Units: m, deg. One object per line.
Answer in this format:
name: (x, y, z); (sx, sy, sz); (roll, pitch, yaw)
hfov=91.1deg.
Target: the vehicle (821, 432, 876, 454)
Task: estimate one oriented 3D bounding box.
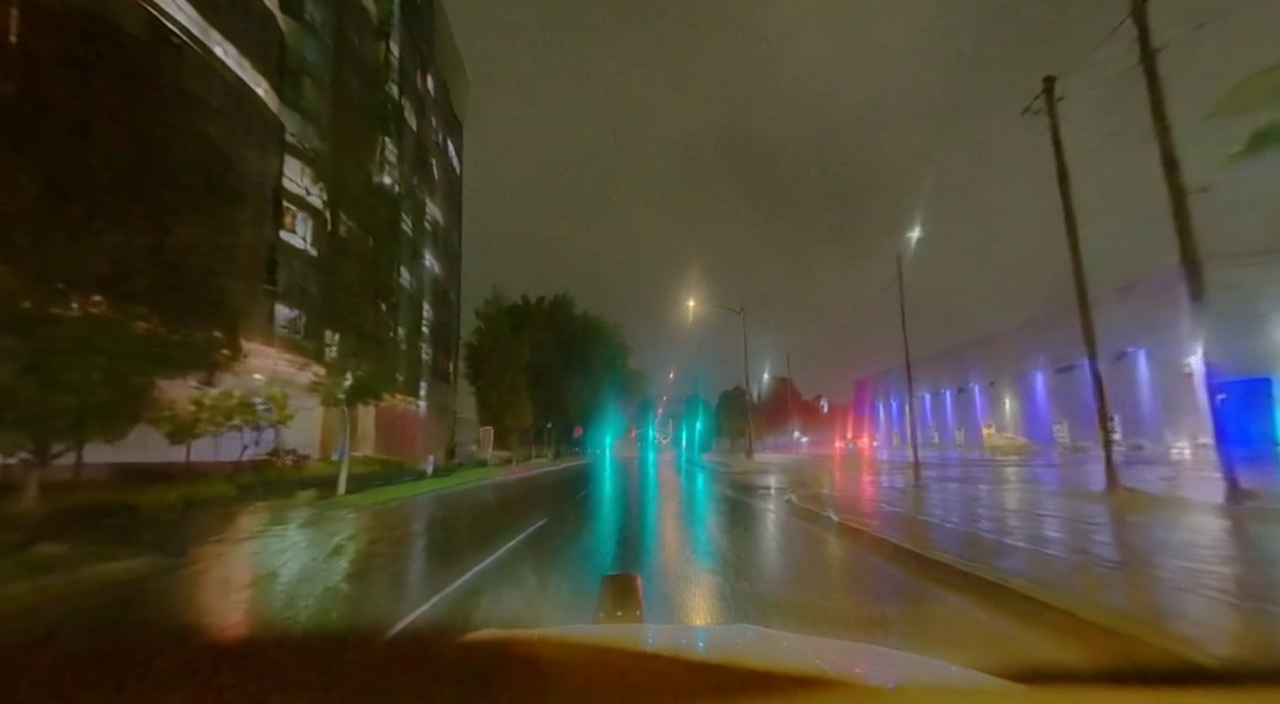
vehicle: (16.042, 7.027, 48.518); (3.627, 1.567, 1.774); (-3, -8, 3)
